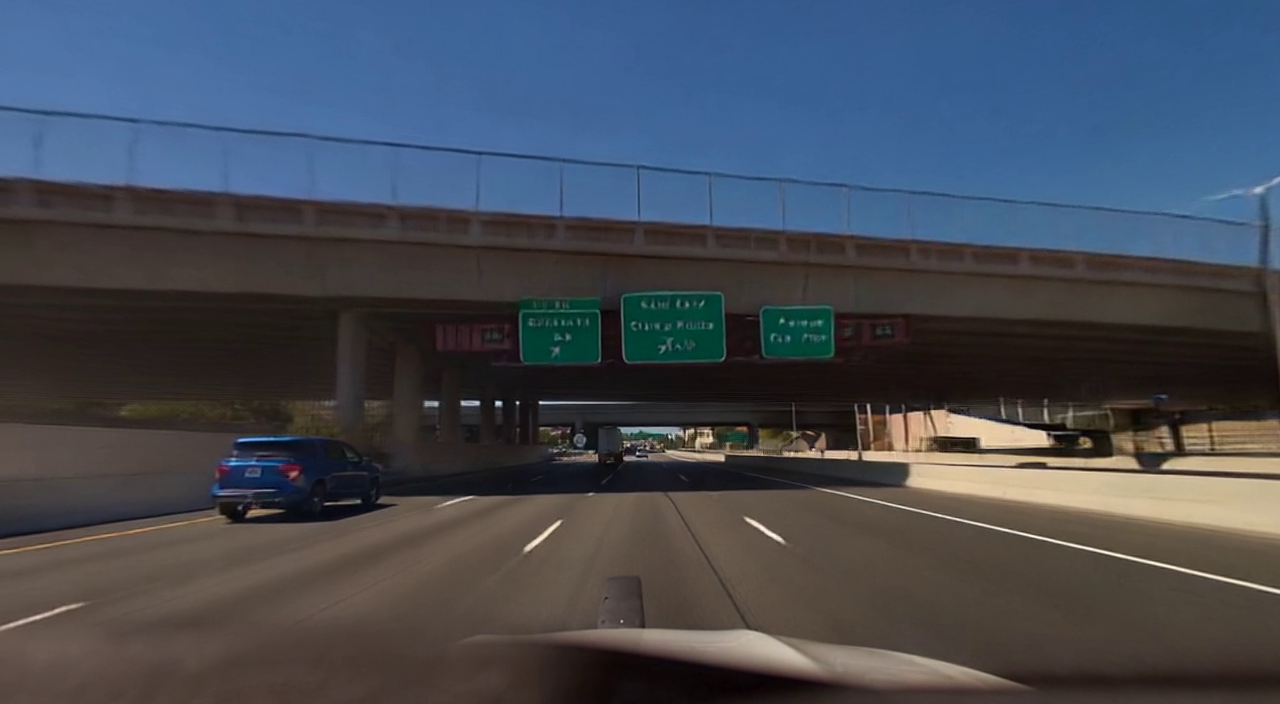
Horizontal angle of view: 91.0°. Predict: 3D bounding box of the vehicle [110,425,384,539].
[{"bbox_3d":[-6.974,2.354,12.039,2.168,1.729,4.724,0,-9,0],"label":"vehicle"}]
